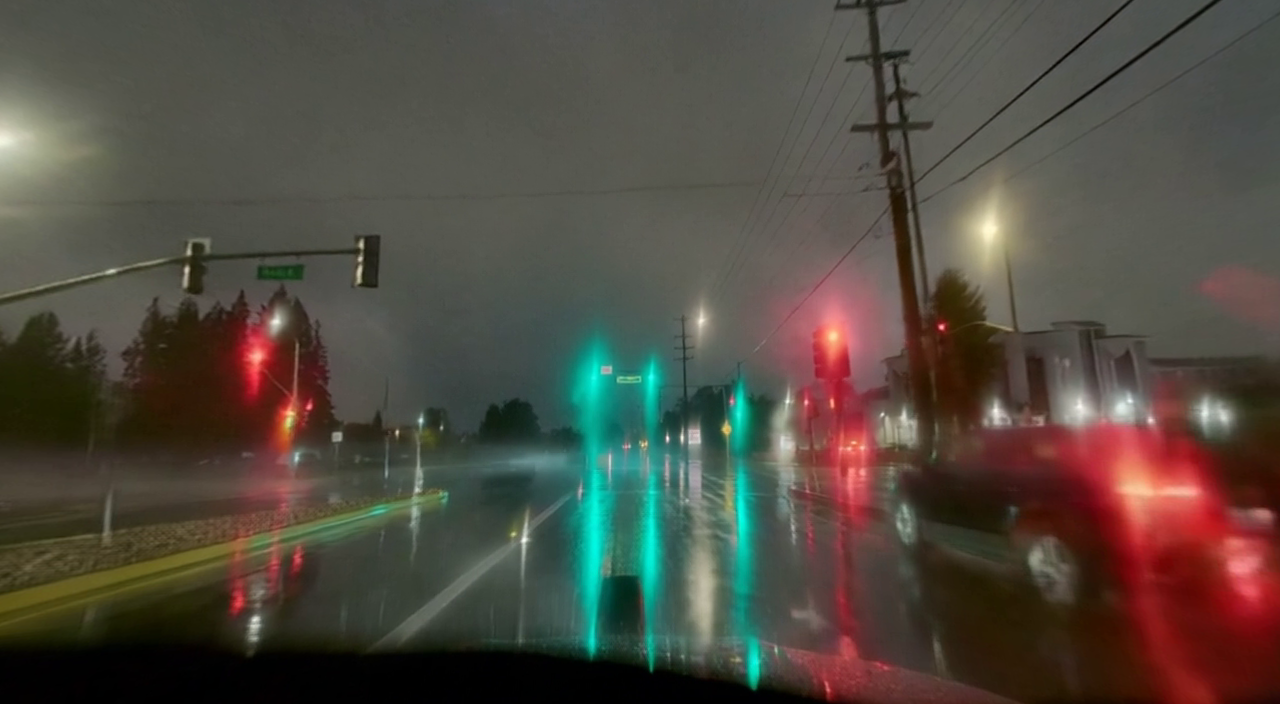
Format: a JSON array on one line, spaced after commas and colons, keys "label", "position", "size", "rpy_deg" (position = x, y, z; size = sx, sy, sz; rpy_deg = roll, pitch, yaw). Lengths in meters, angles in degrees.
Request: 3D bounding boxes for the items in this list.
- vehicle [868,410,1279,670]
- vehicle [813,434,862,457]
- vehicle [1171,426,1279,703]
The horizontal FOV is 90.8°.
[{"label": "vehicle", "position": [4.004, 1.436, 5.956], "size": [1.961, 1.497, 4.415], "rpy_deg": [0, -9, -1]}, {"label": "vehicle", "position": [15.009, 7.172, 48.366], "size": [1.959, 1.471, 4.570], "rpy_deg": [-4, -9, -4]}, {"label": "vehicle", "position": [3.967, 0.803, 1.238], "size": [1.833, 1.444, 4.589], "rpy_deg": [0, -9, 0]}]
